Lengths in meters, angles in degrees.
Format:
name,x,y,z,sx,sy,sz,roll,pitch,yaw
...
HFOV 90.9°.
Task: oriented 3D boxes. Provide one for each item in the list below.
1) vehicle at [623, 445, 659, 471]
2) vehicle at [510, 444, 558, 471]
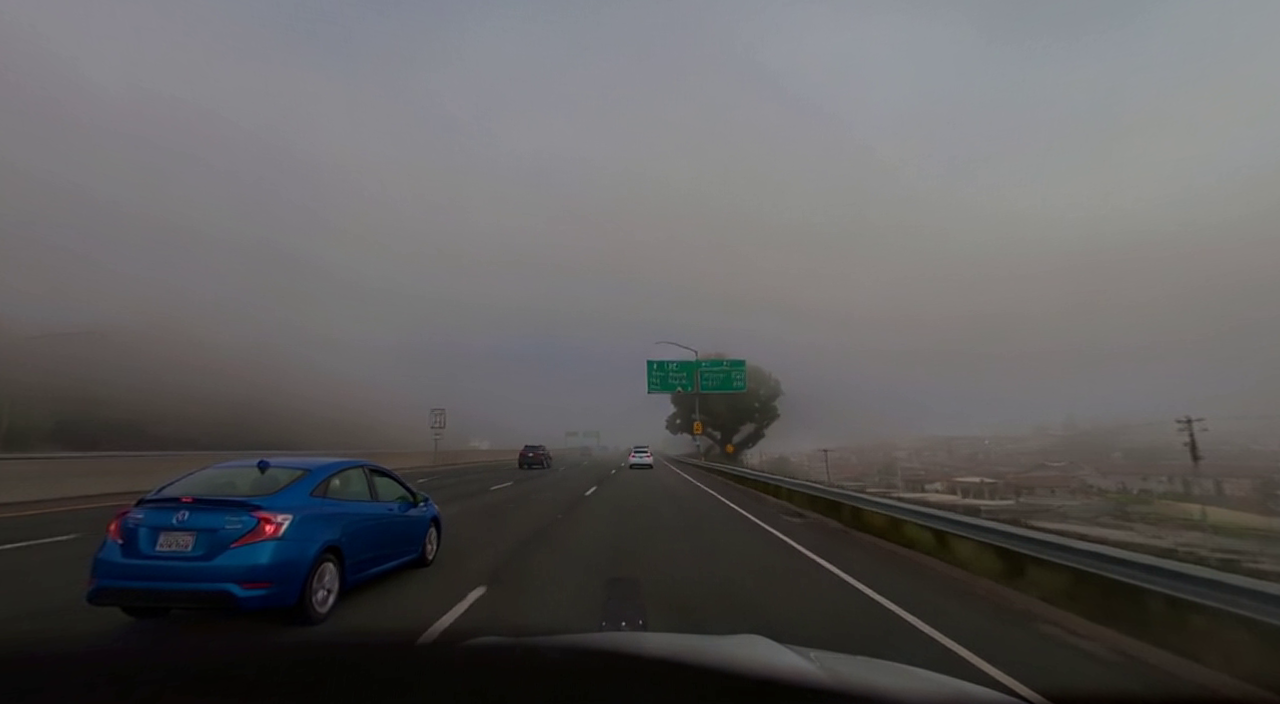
name,x,y,z,sx,sy,sz,roll,pitch,yaw
vehicle,0.048,6.356,38.006,2.051,1.443,3.770,0,-8,0
vehicle,-6.345,6.343,38.304,2.075,1.528,4.327,0,-8,1
